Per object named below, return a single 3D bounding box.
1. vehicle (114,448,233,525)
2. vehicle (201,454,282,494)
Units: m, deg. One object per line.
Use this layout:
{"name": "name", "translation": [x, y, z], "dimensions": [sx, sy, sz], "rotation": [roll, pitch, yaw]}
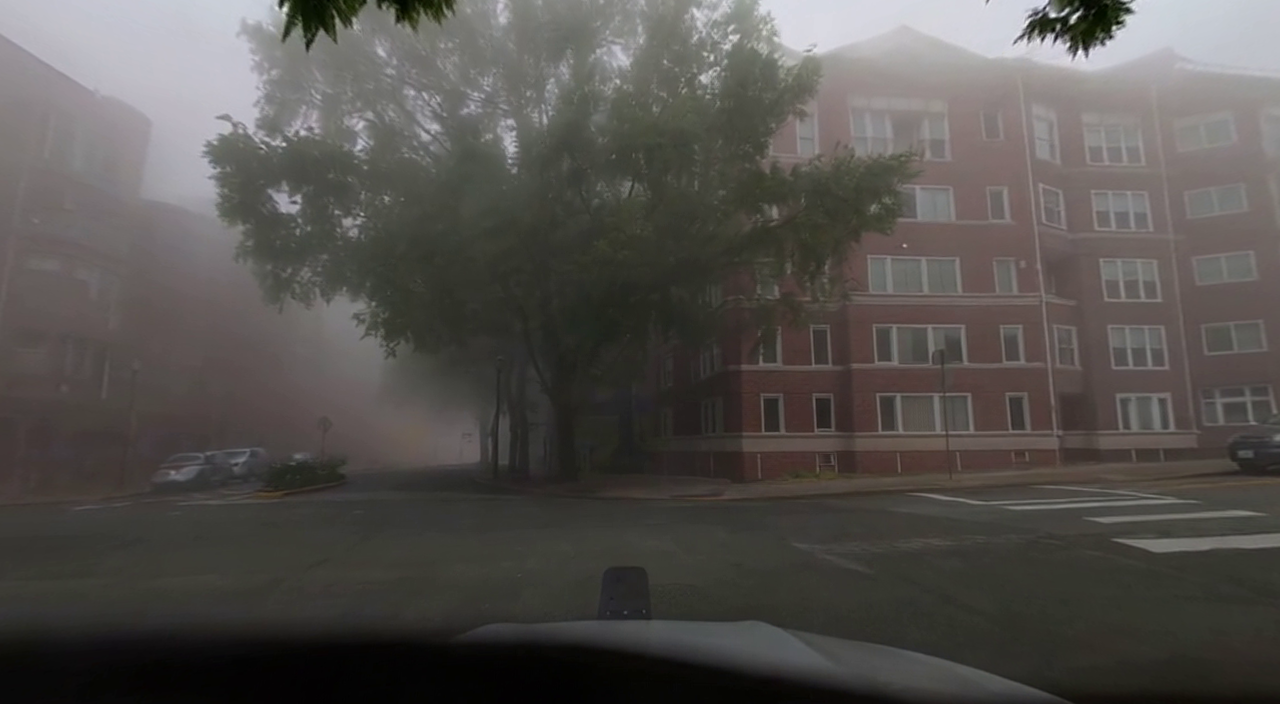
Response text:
{"name": "vehicle", "translation": [-11.435, 3.172, 15.570], "dimensions": [2.027, 1.475, 4.522], "rotation": [3, -9, -36]}
{"name": "vehicle", "translation": [-17.203, 5.243, 27.442], "dimensions": [1.941, 1.442, 4.384], "rotation": [1, -8, -18]}
